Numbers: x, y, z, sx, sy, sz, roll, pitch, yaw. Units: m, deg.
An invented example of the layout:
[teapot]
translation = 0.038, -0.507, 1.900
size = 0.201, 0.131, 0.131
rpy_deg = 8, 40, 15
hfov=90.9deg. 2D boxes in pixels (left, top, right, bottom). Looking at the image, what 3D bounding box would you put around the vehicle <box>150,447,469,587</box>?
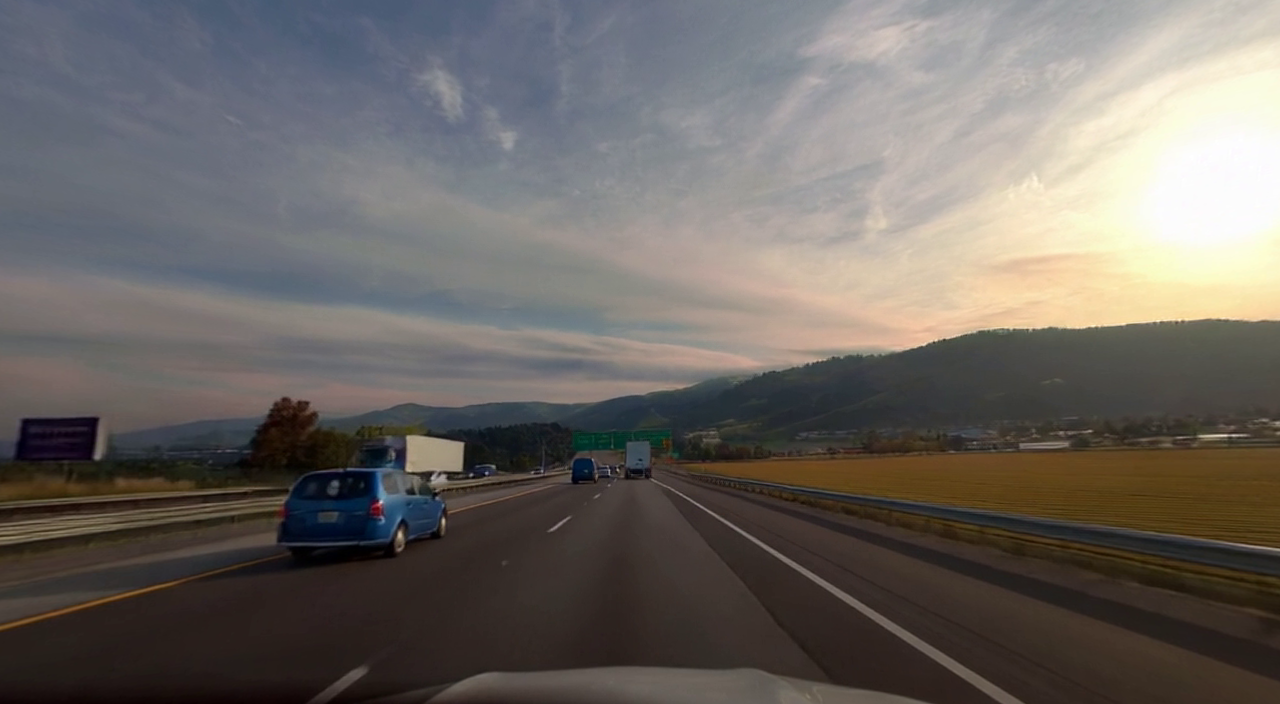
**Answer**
[vehicle]
translation = -4.171, 2.197, 9.108
size = 2.090, 1.462, 4.603
rpy_deg = 1, -10, 0
